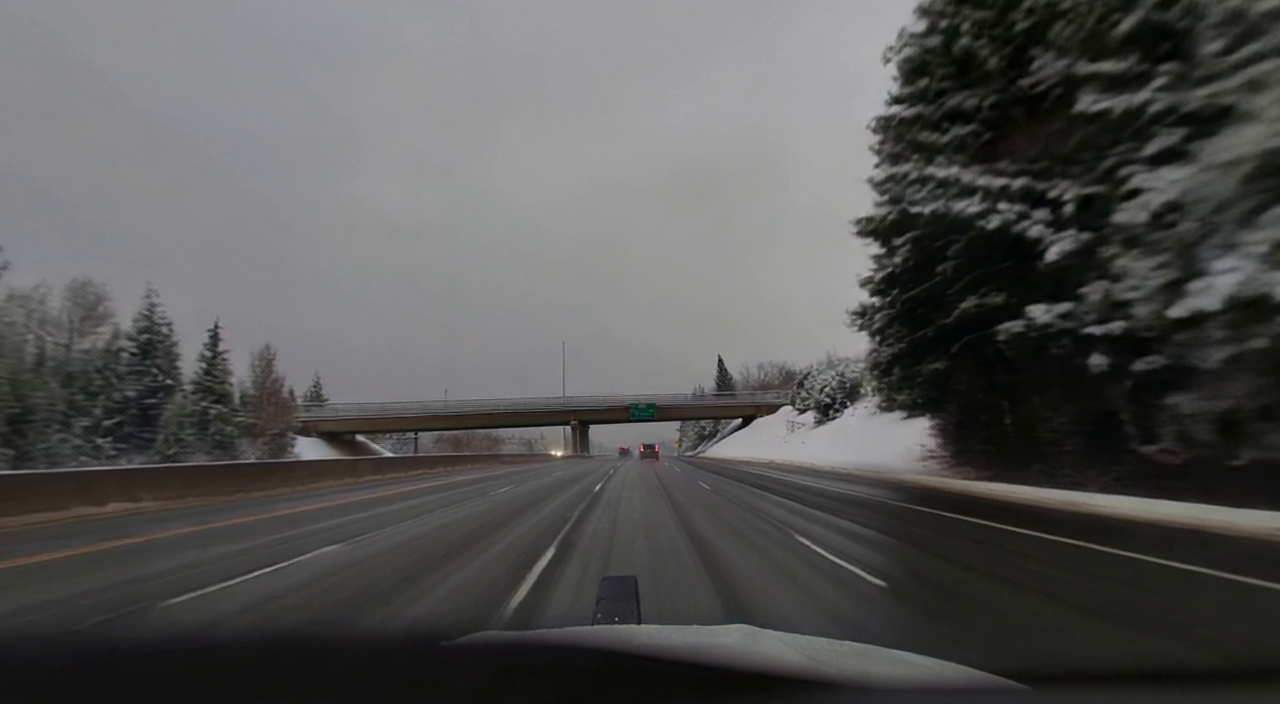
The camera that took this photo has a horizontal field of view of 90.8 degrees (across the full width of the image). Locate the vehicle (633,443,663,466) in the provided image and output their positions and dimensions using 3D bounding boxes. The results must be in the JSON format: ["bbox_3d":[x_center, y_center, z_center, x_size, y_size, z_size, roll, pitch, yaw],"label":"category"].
[{"bbox_3d":[0.509,7.033,43.578,1.970,1.477,4.158,0,-9,-1],"label":"vehicle"}]
